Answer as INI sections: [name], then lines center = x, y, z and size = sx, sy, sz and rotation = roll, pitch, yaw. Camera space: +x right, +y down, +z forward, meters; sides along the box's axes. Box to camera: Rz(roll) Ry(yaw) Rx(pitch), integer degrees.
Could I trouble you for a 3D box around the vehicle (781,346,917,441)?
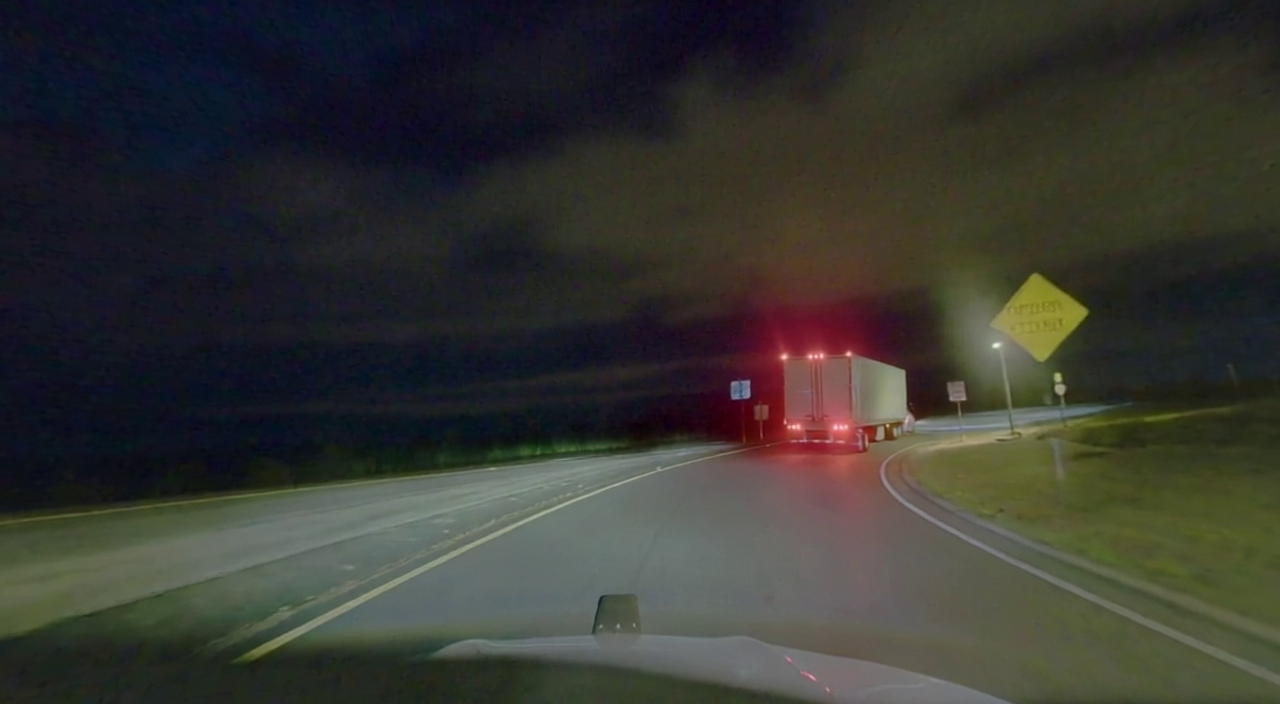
[vehicle]
center = 10.083, 2.300, 29.327
size = 2.837, 3.712, 10.484
rotation = -6, -10, 35
